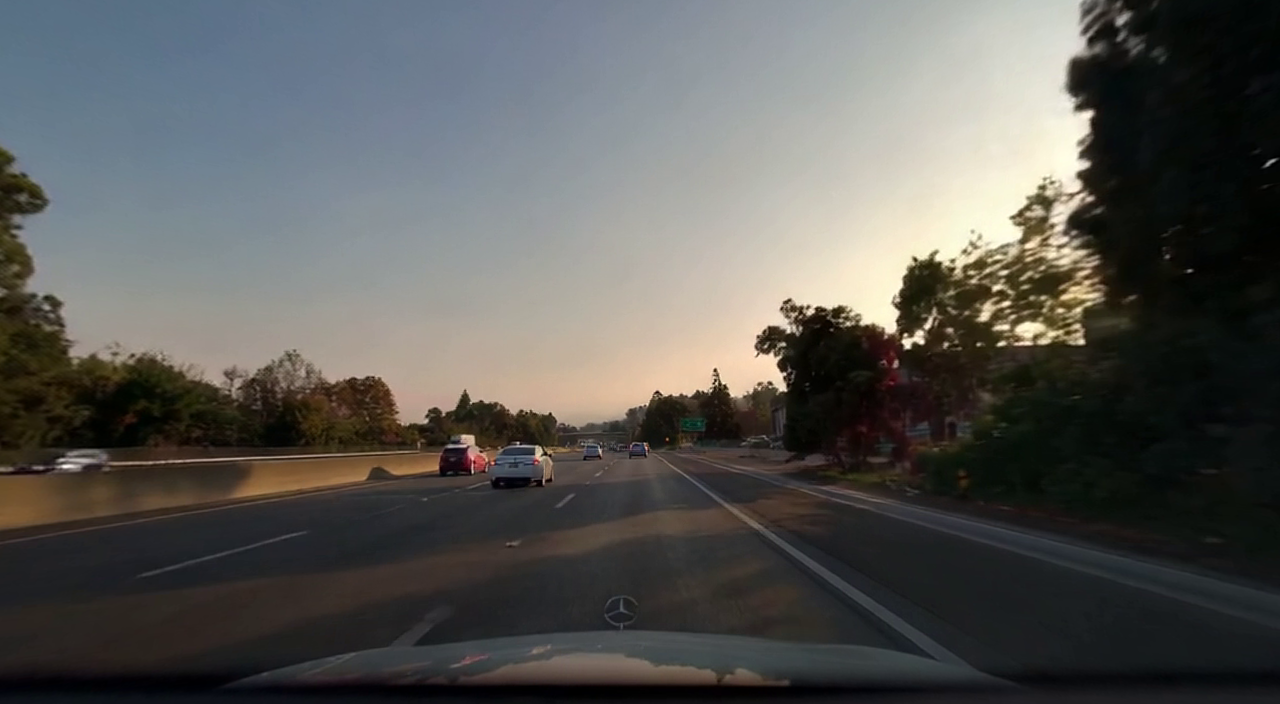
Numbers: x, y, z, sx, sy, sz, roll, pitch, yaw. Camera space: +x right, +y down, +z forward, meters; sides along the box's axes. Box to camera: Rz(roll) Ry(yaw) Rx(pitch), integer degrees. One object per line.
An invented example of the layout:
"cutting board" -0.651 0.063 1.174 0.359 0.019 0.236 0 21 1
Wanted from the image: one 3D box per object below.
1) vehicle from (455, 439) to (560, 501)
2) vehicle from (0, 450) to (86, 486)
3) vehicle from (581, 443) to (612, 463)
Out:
"vehicle" -3.393 3.104 17.032 1.920 1.463 4.134 0 -9 0
"vehicle" -32.377 6.073 33.385 1.906 1.695 4.579 0 -9 1
"vehicle" -3.327 7.881 49.407 2.086 1.460 4.301 0 -9 0
